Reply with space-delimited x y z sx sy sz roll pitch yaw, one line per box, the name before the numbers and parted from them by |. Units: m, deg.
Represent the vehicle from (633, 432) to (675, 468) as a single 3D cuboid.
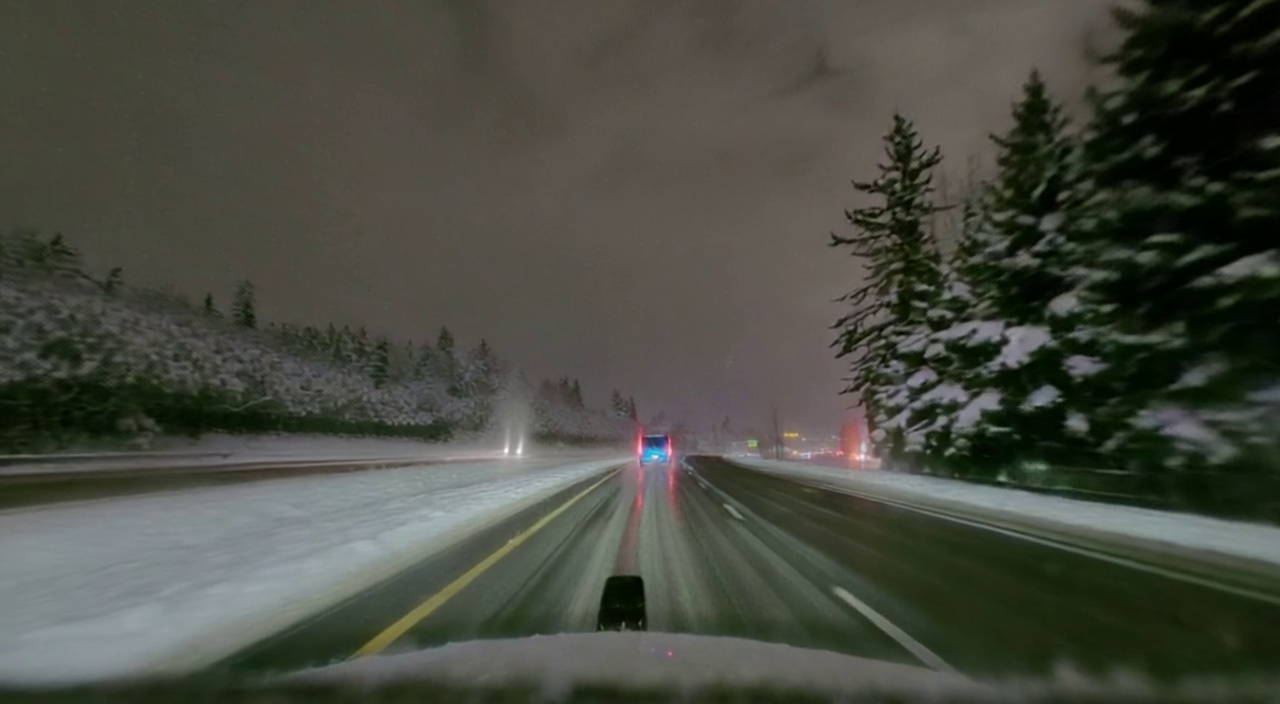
vehicle | 0.954 6.220 40.108 2.546 2.126 5.153 0 -8 3
